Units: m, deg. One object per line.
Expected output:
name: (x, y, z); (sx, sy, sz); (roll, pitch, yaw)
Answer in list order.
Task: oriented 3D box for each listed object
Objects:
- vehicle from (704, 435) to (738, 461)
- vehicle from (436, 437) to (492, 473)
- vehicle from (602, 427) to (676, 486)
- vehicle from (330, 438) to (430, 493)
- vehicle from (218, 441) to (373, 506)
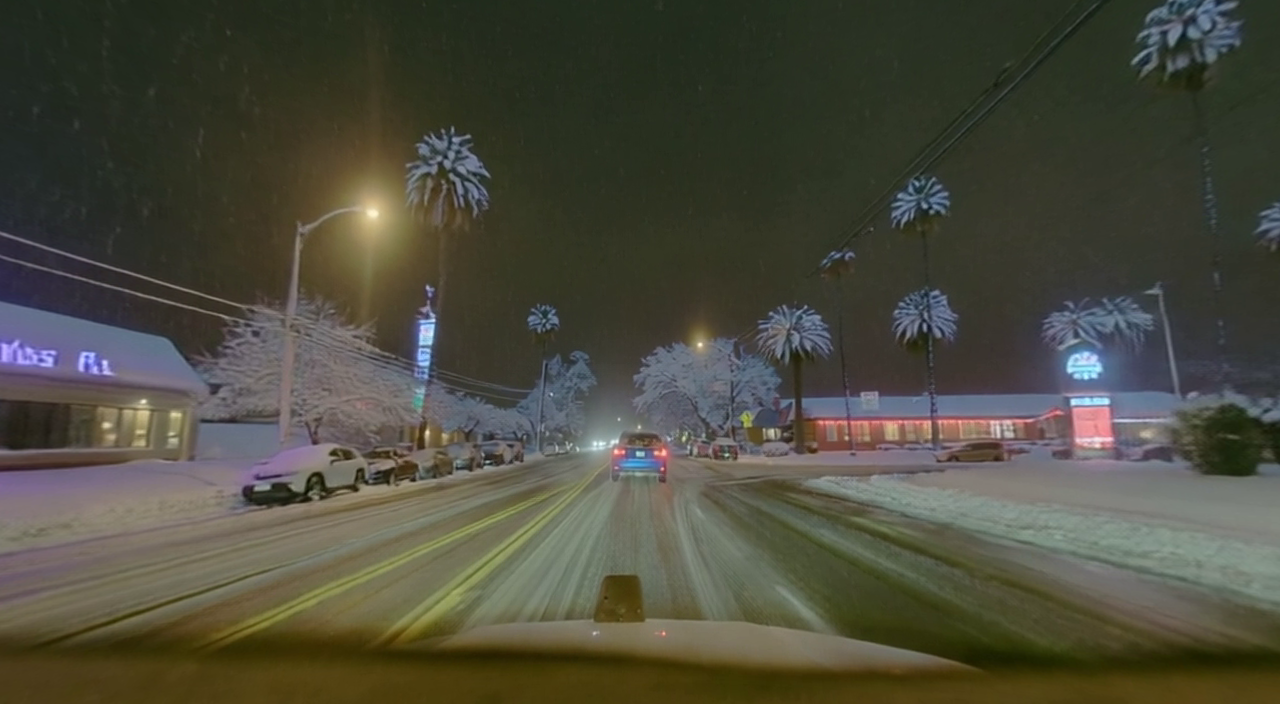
vehicle: (5.989, 7.175, 47.009); (2.005, 1.775, 4.324); (0, -9, 0)
vehicle: (-10.081, 5.925, 36.406); (1.958, 1.937, 4.114); (-1, -8, 2)
vehicle: (-0.103, 3.561, 21.673); (2.264, 1.798, 4.563); (0, -8, -2)
vehicle: (-10.184, 4.434, 25.152); (1.992, 1.744, 4.896); (-1, -6, -1)
vehicle: (-10.161, 3.583, 19.117); (2.075, 1.693, 4.696); (0, -8, -1)
